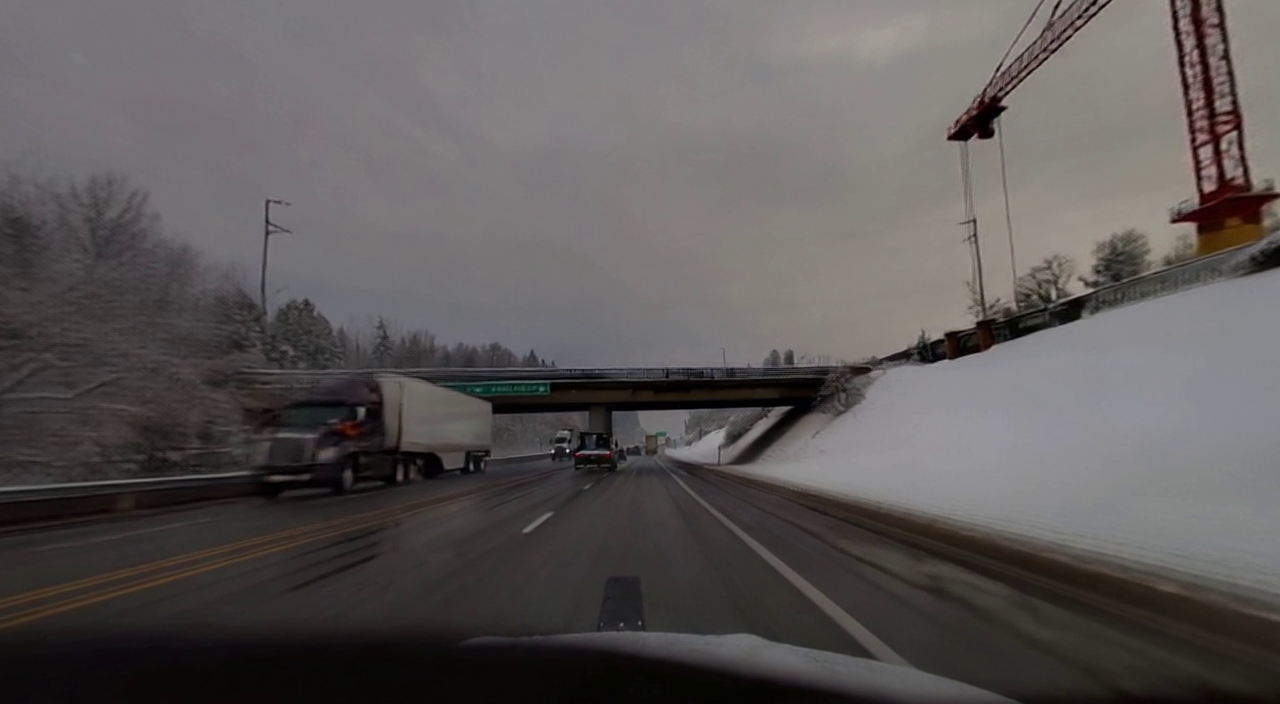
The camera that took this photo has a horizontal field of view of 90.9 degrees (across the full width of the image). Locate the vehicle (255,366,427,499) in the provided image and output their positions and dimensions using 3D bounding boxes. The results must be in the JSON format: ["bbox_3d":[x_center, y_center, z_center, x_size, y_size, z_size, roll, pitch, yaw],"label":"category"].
[{"bbox_3d":[-10.006,2.853,21.976,2.918,3.990,5.826,0,-9,1],"label":"vehicle"}]

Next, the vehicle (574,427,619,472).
[{"bbox_3d":[-2.872,6.691,43.225,2.565,2.771,6.641,0,-9,1],"label":"vehicle"}]
